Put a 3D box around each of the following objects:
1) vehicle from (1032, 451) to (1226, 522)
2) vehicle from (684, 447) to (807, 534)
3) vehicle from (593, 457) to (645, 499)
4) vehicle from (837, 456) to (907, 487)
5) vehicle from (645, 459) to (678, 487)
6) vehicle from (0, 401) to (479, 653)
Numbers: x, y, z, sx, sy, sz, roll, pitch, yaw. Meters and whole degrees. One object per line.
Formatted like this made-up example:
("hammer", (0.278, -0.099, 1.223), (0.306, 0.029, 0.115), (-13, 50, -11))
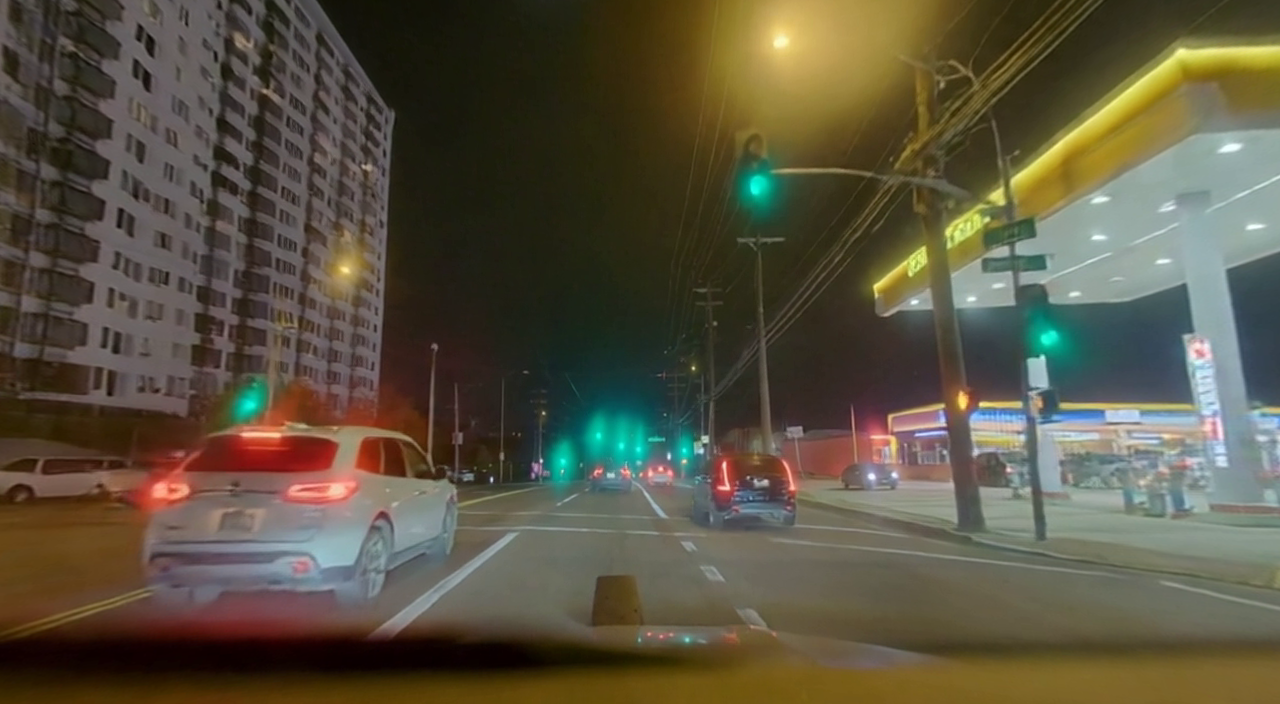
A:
("vehicle", (12.257, 3.297, 15.880), (4.048, 1.539, 1.820), (3, -9, -19))
("vehicle", (2.245, 3.061, 14.656), (1.945, 1.647, 4.160), (0, -8, -3))
("vehicle", (-0.830, 5.177, 26.338), (1.999, 1.487, 3.939), (0, -8, -1))
("vehicle", (12.883, 6.650, 35.471), (1.846, 1.480, 4.649), (0, -8, -5))
("vehicle", (1.451, 8.380, 44.028), (1.953, 1.687, 4.094), (0, -8, -2))
("vehicle", (-3.354, 1.511, 6.623), (2.221, 1.706, 4.451), (0, -8, -1))
